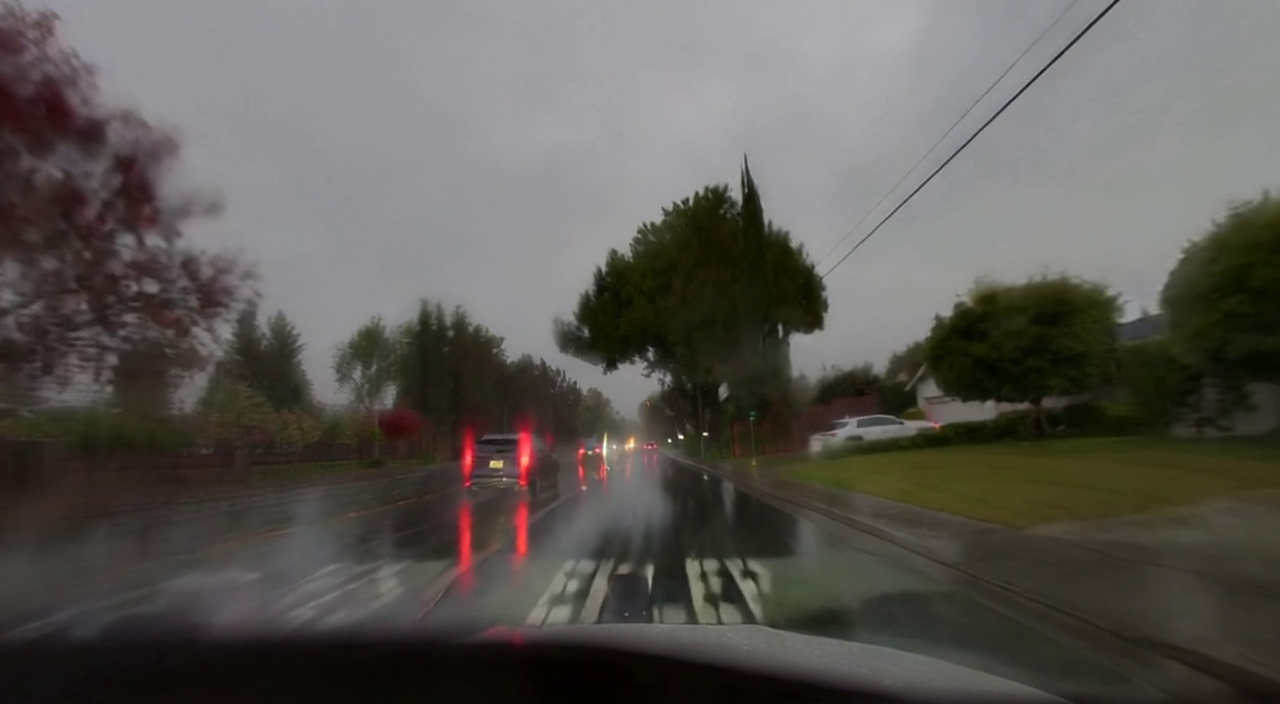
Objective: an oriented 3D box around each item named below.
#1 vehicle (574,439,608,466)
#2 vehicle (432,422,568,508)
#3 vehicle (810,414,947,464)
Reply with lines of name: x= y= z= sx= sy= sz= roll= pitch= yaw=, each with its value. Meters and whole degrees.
vehicle: x=-2.954 y=6.144 z=38.625 sx=1.802 sy=1.528 sz=3.490 roll=0 pitch=-8 yaw=0
vehicle: x=-3.178 y=2.684 z=15.417 sx=2.190 sy=1.766 sz=4.394 roll=0 pitch=-8 yaw=2
vehicle: x=9.904 y=3.654 z=26.512 sx=4.944 sy=2.023 sz=1.973 roll=0 pitch=-8 yaw=1
